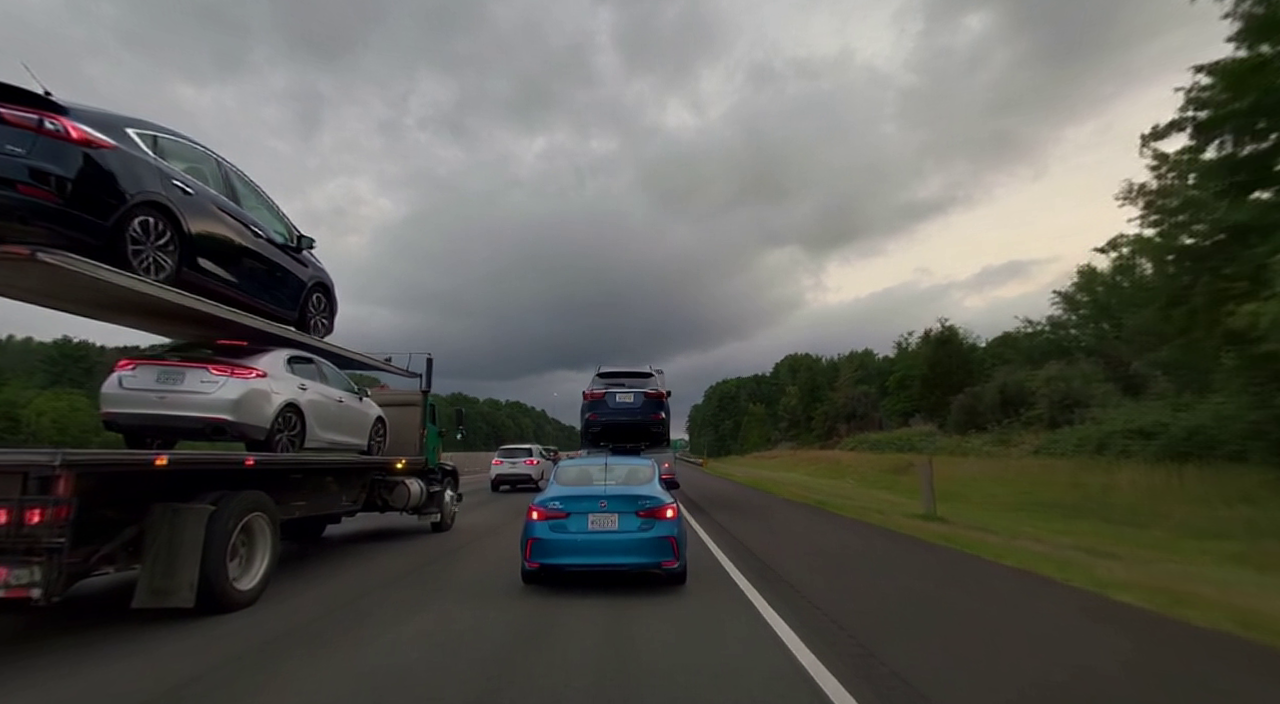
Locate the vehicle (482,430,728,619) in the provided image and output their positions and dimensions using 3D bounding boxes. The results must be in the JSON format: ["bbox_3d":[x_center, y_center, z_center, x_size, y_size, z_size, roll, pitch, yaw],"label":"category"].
[{"bbox_3d":[-0.302,1.669,6.890,1.991,1.507,3.391,0,-9,-1],"label":"vehicle"}]

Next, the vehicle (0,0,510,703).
[{"bbox_3d":[-4.622,0.565,8.234,2.836,4.059,14.286,0,-9,0],"label":"vehicle"}]
